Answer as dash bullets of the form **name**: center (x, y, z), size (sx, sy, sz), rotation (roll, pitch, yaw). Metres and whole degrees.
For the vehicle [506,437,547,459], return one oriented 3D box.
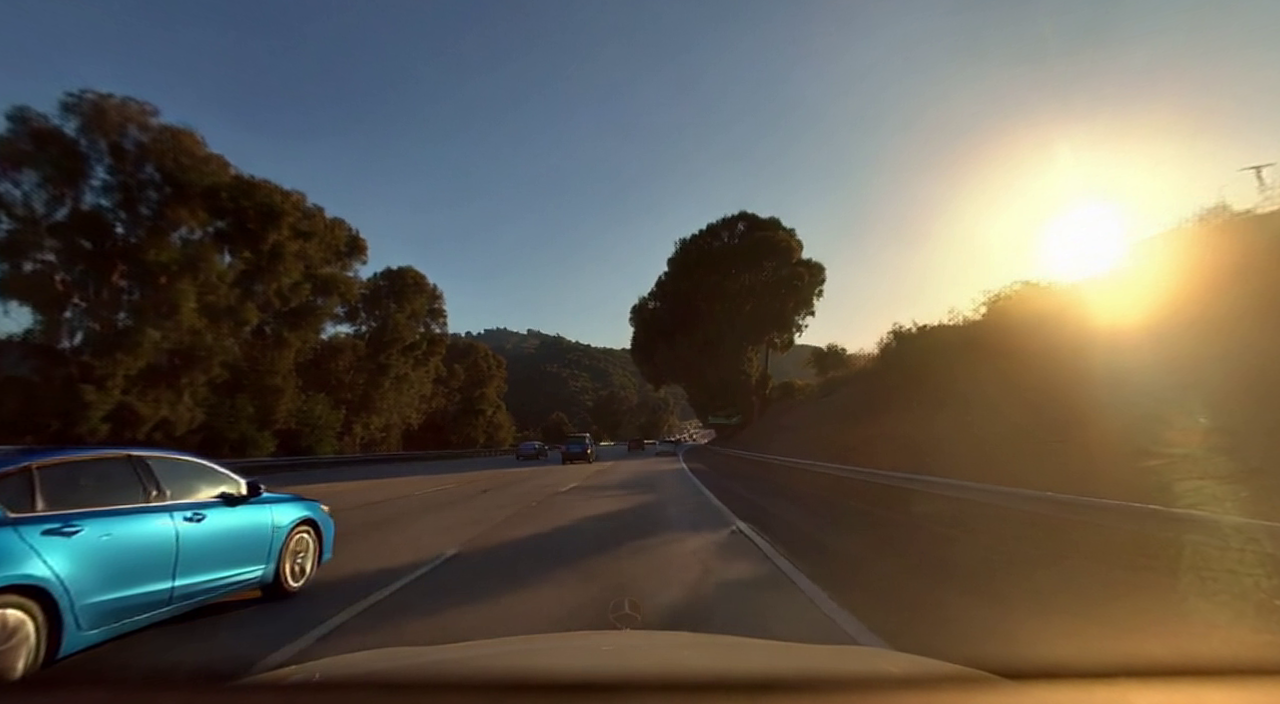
- **vehicle**: center (-7.775, 6.642, 43.548), size (1.883, 1.411, 4.053), rotation (0, -8, 3)

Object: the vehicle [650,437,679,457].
- **vehicle**: center (1.883, 7.162, 47.509), size (2.113, 1.464, 4.073), rotation (-1, -8, 4)

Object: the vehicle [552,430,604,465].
- **vehicle**: center (-3.203, 5.091, 33.586), size (2.071, 1.716, 4.363), rotation (0, -8, 3)
